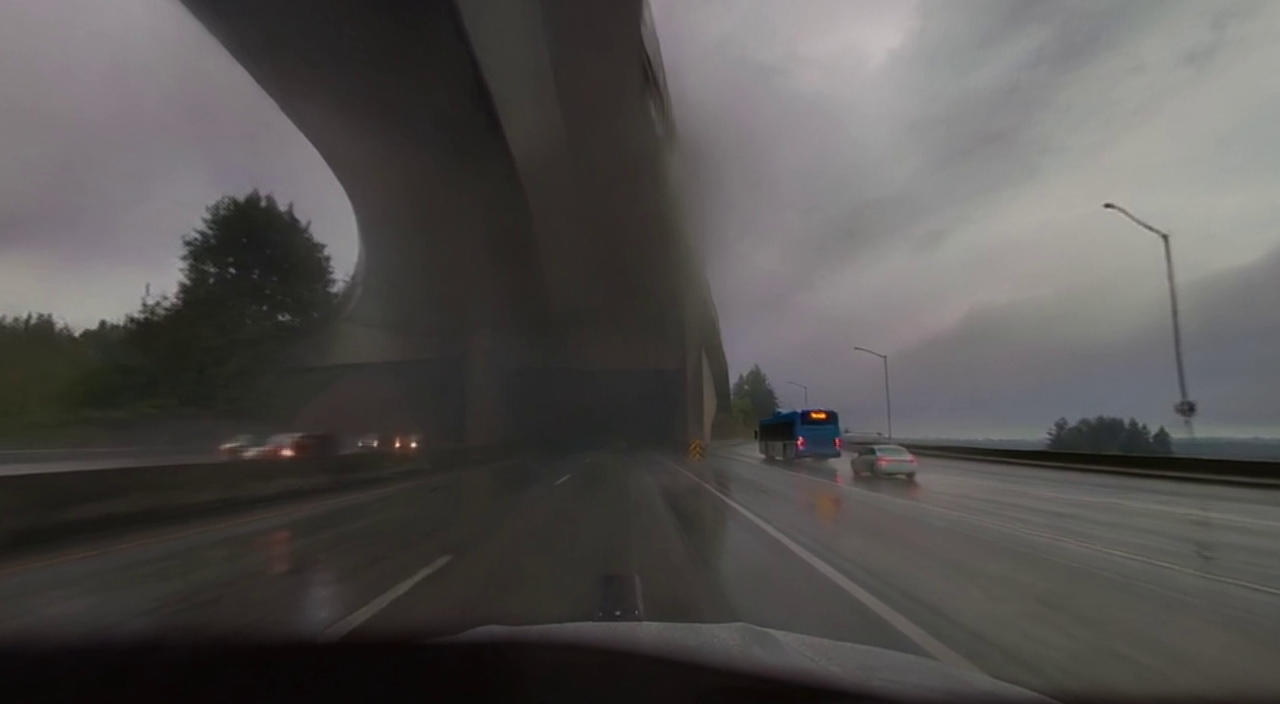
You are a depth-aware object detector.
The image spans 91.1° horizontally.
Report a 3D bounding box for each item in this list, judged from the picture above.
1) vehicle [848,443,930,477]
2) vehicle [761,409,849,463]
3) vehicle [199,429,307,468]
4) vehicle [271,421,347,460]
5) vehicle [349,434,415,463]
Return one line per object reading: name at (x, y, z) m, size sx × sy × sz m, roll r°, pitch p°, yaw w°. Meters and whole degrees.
vehicle at (10.964, 4.768, 28.033) m, size 1.866 × 1.359 × 4.218 m, roll 0°, pitch -8°, yaw -1°
vehicle at (11.189, 5.899, 44.234) m, size 3.009 × 3.265 × 12.098 m, roll 0°, pitch -8°, yaw 0°
vehicle at (-17.291, 4.312, 28.394) m, size 1.987 × 1.600 × 4.539 m, roll 0°, pitch -8°, yaw -1°
vehicle at (-17.388, 4.671, 33.190) m, size 1.911 × 1.928 × 3.656 m, roll 0°, pitch -8°, yaw 1°
vehicle at (-13.772, 5.172, 33.876) m, size 1.838 × 1.446 × 4.375 m, roll 1°, pitch -8°, yaw -2°
